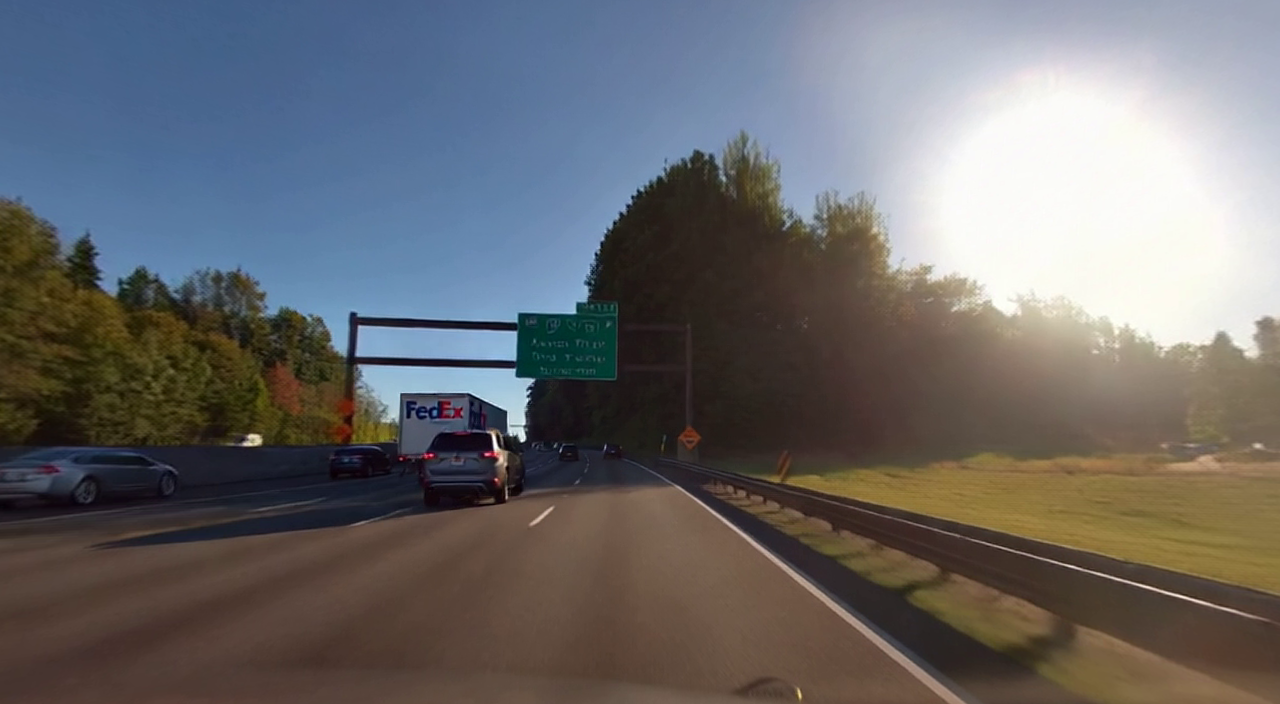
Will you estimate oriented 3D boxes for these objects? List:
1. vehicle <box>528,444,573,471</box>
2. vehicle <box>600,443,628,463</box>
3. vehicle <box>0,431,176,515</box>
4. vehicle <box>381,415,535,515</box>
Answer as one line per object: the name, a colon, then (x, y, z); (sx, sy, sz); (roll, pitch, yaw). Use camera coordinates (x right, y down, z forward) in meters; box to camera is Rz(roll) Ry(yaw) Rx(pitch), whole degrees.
vehicle: (-5.160, 6.142, 37.000); (2.192, 1.478, 4.591); (0, -9, -3)
vehicle: (-2.046, 7.863, 49.142); (2.043, 1.489, 3.839); (1, -9, -5)
vehicle: (-13.652, 2.762, 14.932); (2.018, 1.668, 4.409); (0, -9, -1)
vehicle: (-3.825, 2.488, 14.308); (2.170, 1.886, 4.628); (0, -9, -1)
